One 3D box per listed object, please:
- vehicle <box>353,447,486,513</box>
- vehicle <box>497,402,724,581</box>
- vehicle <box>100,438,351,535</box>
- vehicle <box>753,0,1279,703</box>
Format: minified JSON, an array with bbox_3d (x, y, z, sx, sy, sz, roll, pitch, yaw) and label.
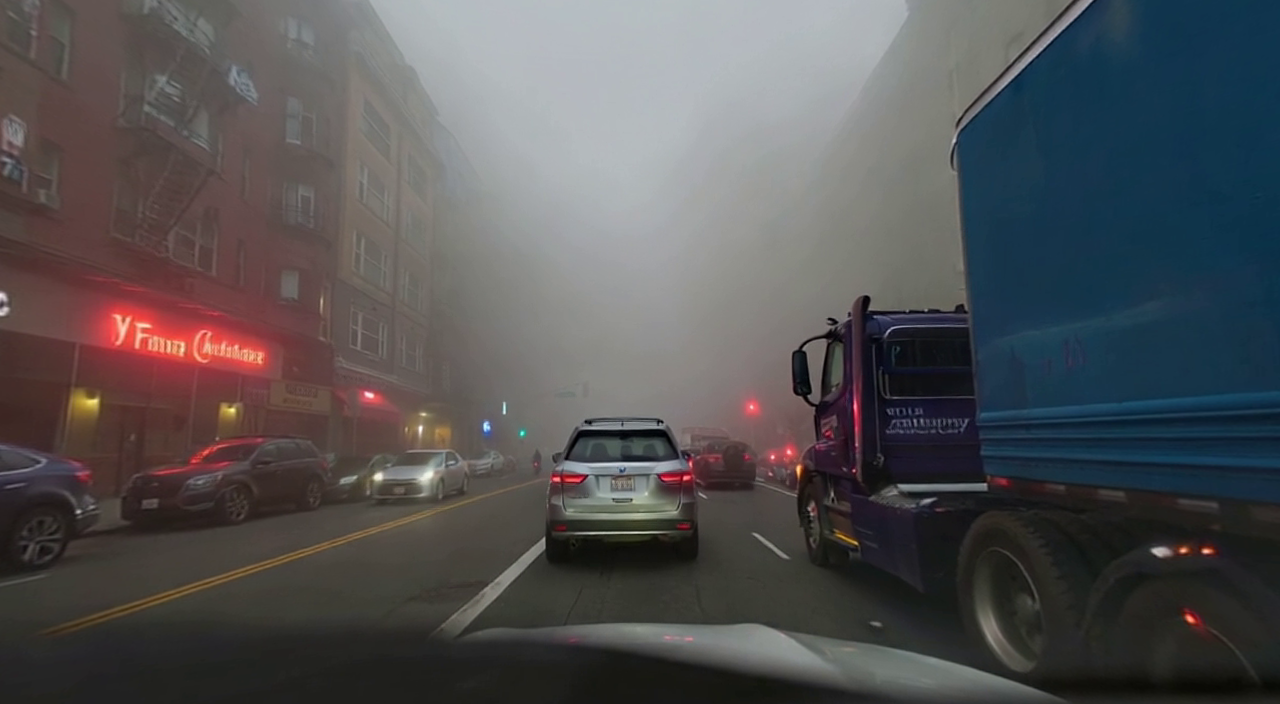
[{"bbox_3d":[-5.700,3.319,17.005,1.997,1.467,4.373,-1,-8,0],"label":"vehicle"},{"bbox_3d":[-0.279,1.743,8.710,2.283,1.783,4.548,0,-8,1],"label":"vehicle"},{"bbox_3d":[-8.846,2.863,14.282,2.065,1.758,5.144,-1,-8,2],"label":"vehicle"},{"bbox_3d":[2.913,-0.010,2.891,2.913,3.771,9.716,0,-8,0],"label":"vehicle"}]
